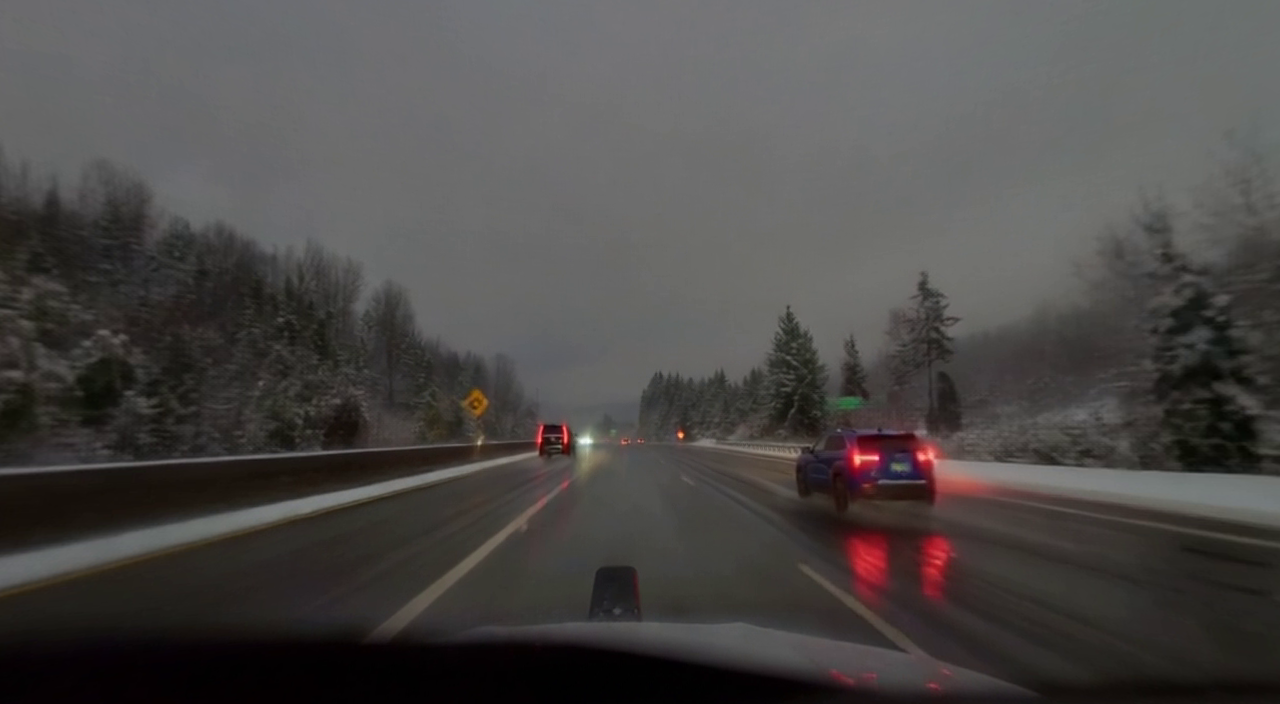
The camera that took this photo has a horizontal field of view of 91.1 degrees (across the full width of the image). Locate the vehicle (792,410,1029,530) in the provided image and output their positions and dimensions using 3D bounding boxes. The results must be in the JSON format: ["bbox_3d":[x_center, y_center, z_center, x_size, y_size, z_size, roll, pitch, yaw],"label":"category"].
[{"bbox_3d":[4.099,1.845,10.427,2.011,1.576,4.060,0,-8,-2],"label":"vehicle"}]

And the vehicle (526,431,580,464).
[{"bbox_3d":[-4.070,4.525,30.043,2.032,1.465,4.316,0,-8,-1],"label":"vehicle"}]
